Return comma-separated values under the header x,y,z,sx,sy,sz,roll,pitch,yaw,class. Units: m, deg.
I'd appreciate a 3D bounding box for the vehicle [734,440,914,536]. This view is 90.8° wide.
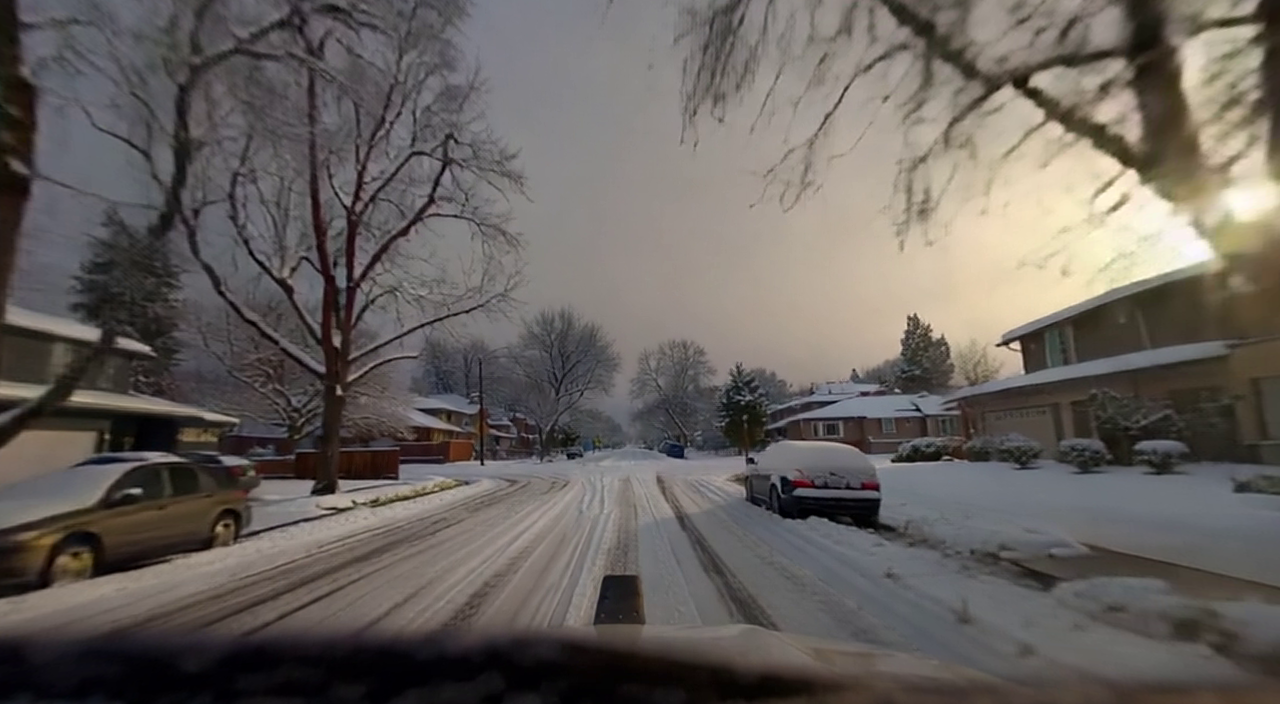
x,y,z,sx,sy,sz,roll,pitch,yaw,class
3.234,2.467,12.171,1.986,1.476,4.306,0,-8,-3,vehicle

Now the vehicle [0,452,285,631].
x,y,z,sx,sy,sz,roll,pitch,yaw,class
-6.639,2.010,7.760,2.035,1.480,4.508,0,-8,-2,vehicle
